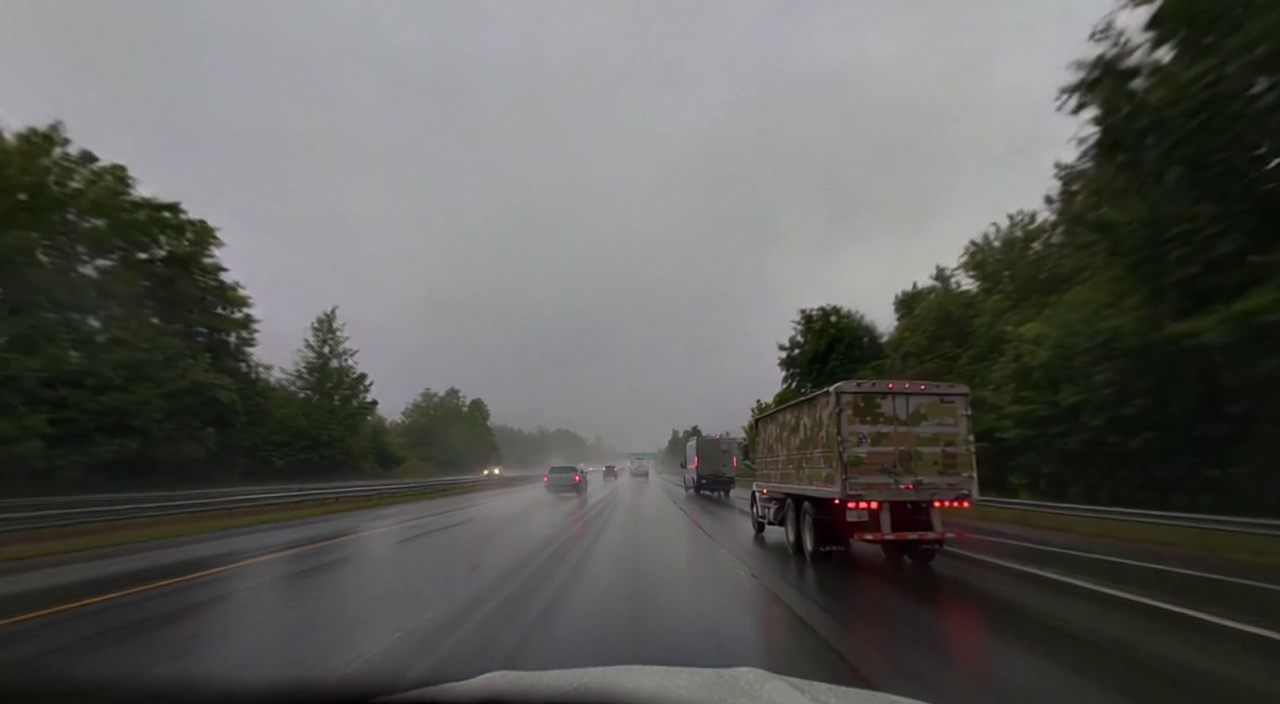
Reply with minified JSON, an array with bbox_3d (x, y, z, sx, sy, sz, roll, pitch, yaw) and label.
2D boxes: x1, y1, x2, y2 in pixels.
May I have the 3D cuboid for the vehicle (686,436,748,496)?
[{"bbox_3d":[4.085,6.246,34.517,2.703,2.988,5.097,1,-10,0],"label":"vehicle"}]

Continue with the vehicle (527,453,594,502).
[{"bbox_3d":[-3.293,5.350,27.041,2.204,1.852,4.661,1,-10,1],"label":"vehicle"}]
